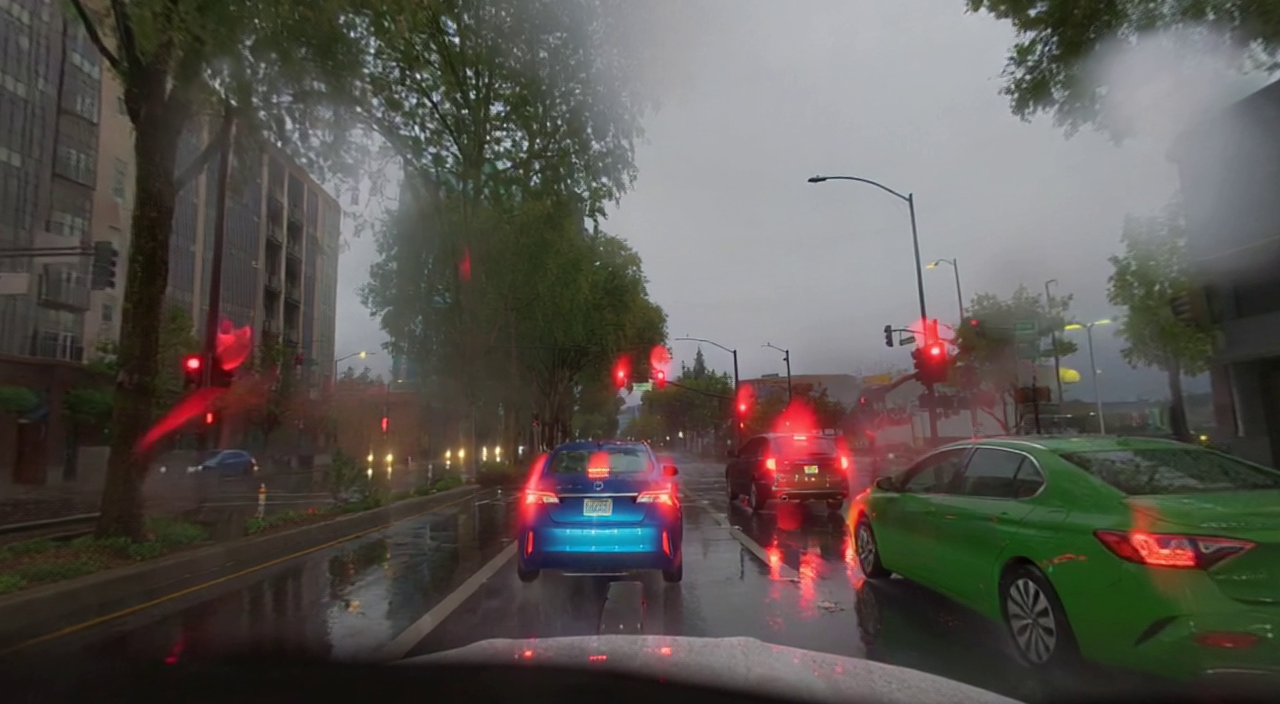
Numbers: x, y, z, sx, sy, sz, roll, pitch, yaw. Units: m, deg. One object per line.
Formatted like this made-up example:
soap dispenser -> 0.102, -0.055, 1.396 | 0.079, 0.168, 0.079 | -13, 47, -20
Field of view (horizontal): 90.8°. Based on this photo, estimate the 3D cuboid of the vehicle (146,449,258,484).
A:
vehicle -> -21.563, 5.633, 31.383 | 2.091, 1.534, 4.846 | 0, -8, 0

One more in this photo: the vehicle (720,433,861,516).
vehicle -> 3.159, 2.676, 14.379 | 2.026, 1.549, 4.559 | 0, -8, -1

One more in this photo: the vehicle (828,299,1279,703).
vehicle -> 3.589, 1.107, 5.063 | 2.572, 1.945, 5.065 | 0, -8, 0

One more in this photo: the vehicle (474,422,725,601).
vehicle -> -0.365, 1.656, 7.416 | 2.143, 1.520, 3.848 | 0, -8, -1
